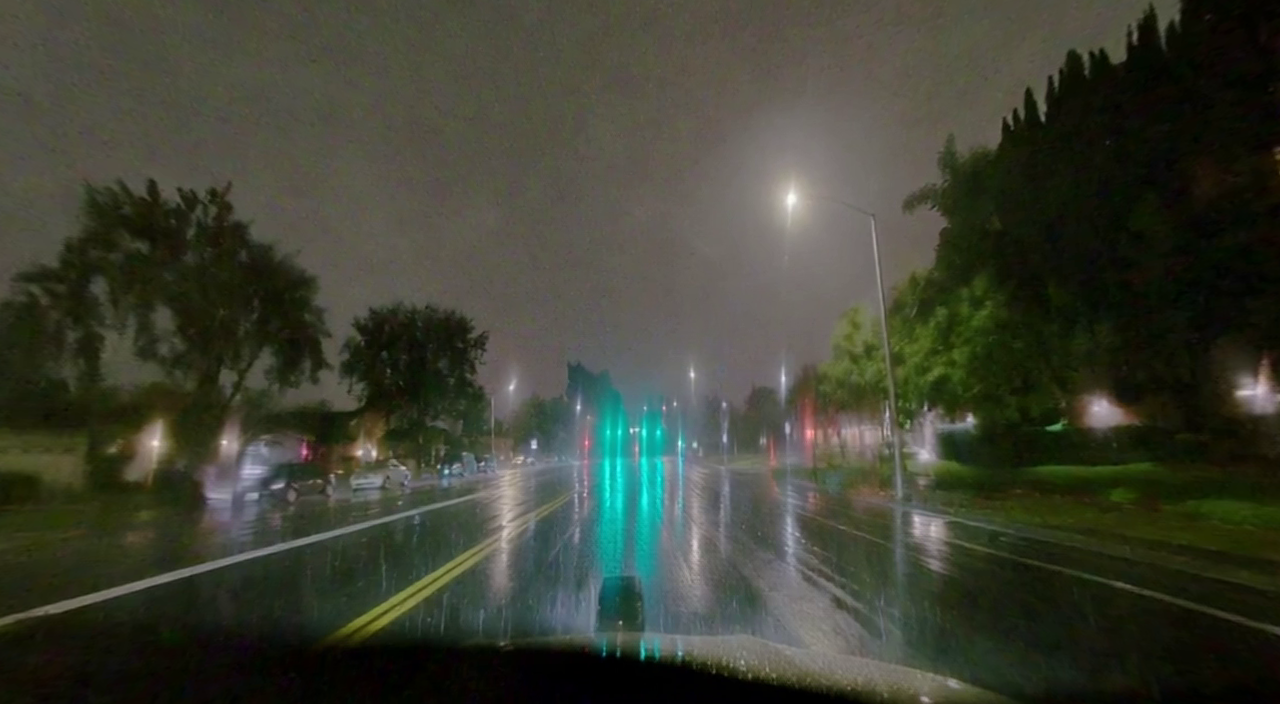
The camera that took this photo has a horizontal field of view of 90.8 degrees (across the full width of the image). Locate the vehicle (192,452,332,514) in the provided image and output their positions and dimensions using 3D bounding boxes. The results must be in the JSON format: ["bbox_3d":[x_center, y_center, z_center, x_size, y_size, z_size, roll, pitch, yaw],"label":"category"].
[{"bbox_3d":[-12.919,4.464,22.004,2.086,1.720,4.499,-3,-8,0],"label":"vehicle"}]

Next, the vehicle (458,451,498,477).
[{"bbox_3d":[-12.332,8.554,48.363,1.882,1.727,3.945,-4,-8,1],"label":"vehicle"}]

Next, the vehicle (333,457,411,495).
[{"bbox_3d":[-12.737,5.897,30.311,1.833,1.464,4.292,-4,-8,1],"label":"vehicle"}]

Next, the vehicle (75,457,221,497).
[{"bbox_3d":[-21.357,5.401,27.678,1.834,1.486,4.604,-4,-9,23],"label":"vehicle"}]

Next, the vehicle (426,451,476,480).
[{"bbox_3d":[-12.633,7.625,42.579,1.882,1.775,4.904,0,-9,0],"label":"vehicle"}]
